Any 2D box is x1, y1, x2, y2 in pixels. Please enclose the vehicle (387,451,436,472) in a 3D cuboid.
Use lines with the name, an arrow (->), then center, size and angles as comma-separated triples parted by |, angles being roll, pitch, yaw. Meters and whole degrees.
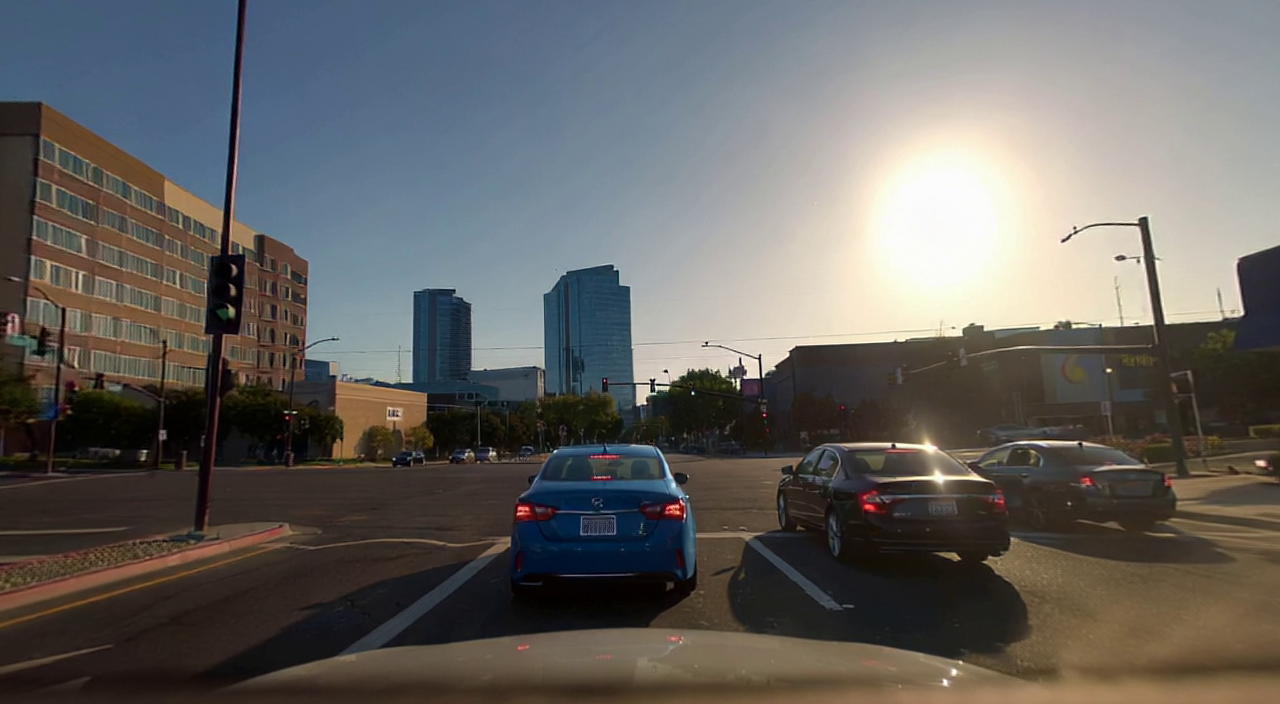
vehicle -> -17.098, 8.189, 47.381 | 2.048, 1.463, 4.530 | 0, -8, -1

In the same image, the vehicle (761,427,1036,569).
vehicle -> 3.215, 1.889, 8.969 | 2.042, 1.508, 4.109 | 0, -8, -2

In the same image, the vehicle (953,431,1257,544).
vehicle -> 7.443, 2.165, 10.785 | 1.908, 1.517, 4.182 | 0, -8, -1

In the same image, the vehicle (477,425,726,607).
vehicle -> -0.368, 1.655, 7.287 | 2.059, 1.477, 3.988 | 0, -8, -1
